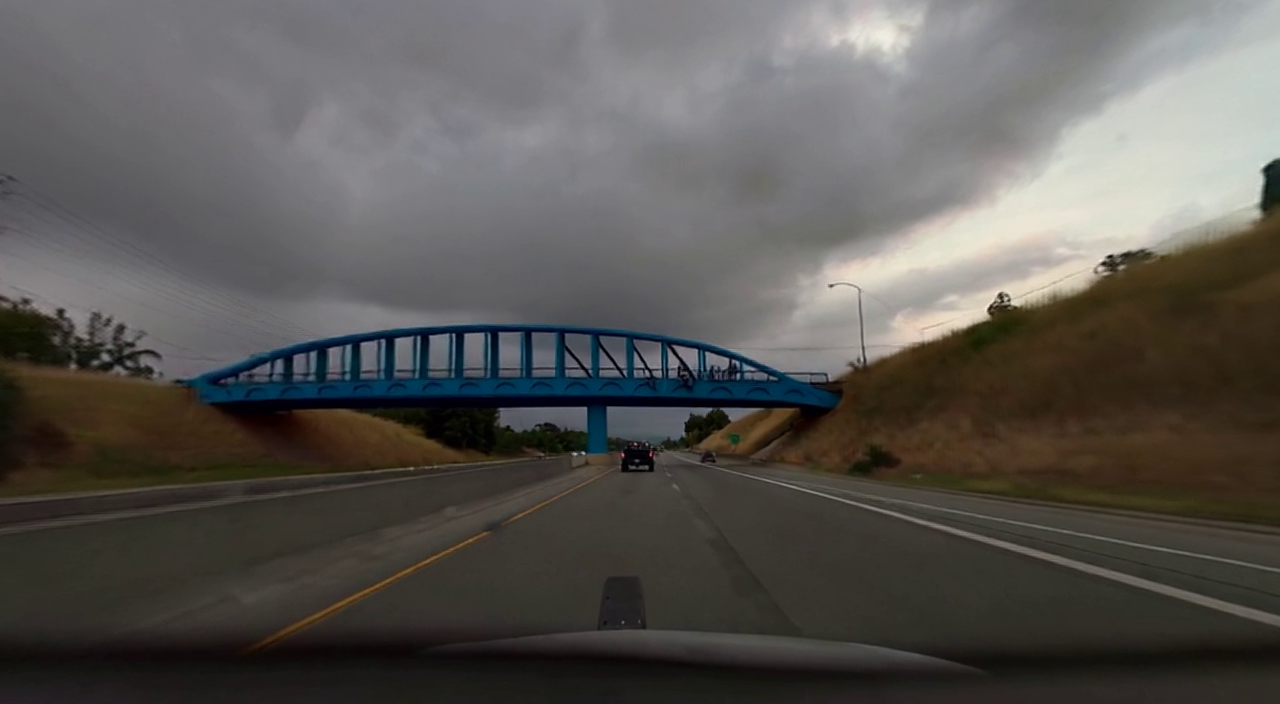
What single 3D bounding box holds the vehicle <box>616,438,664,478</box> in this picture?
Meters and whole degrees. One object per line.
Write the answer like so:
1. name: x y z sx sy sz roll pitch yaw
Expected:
1. vehicle: 0.061 5.657 33.829 2.369 1.948 5.343 0 -9 2
